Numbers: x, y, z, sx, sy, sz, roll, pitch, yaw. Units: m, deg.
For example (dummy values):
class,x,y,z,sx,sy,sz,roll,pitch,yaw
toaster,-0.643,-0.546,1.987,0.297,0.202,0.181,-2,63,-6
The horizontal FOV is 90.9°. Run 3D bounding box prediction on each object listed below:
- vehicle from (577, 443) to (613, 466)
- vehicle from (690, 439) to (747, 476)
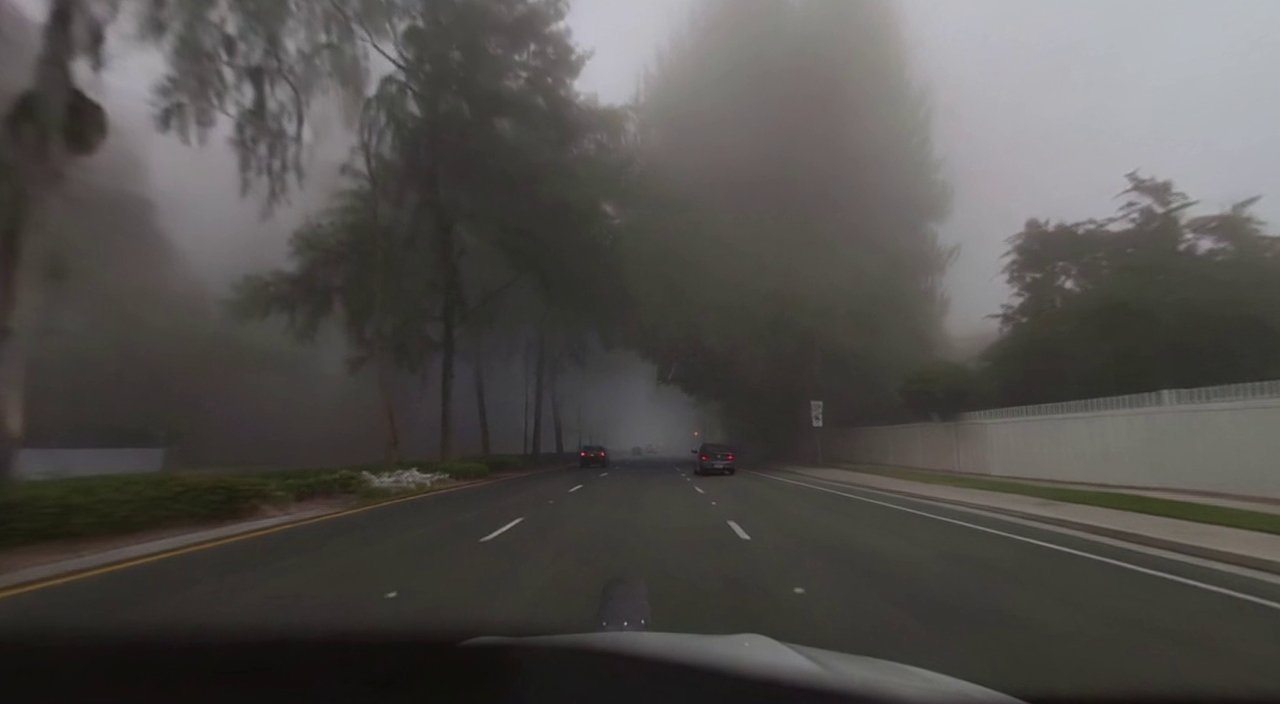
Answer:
class,x,y,z,sx,sy,sz,roll,pitch,yaw
vehicle,-3.036,7.050,43.488,2.011,1.480,4.517,0,-9,2
vehicle,3.453,4.752,28.584,1.992,1.511,4.464,0,-9,0
